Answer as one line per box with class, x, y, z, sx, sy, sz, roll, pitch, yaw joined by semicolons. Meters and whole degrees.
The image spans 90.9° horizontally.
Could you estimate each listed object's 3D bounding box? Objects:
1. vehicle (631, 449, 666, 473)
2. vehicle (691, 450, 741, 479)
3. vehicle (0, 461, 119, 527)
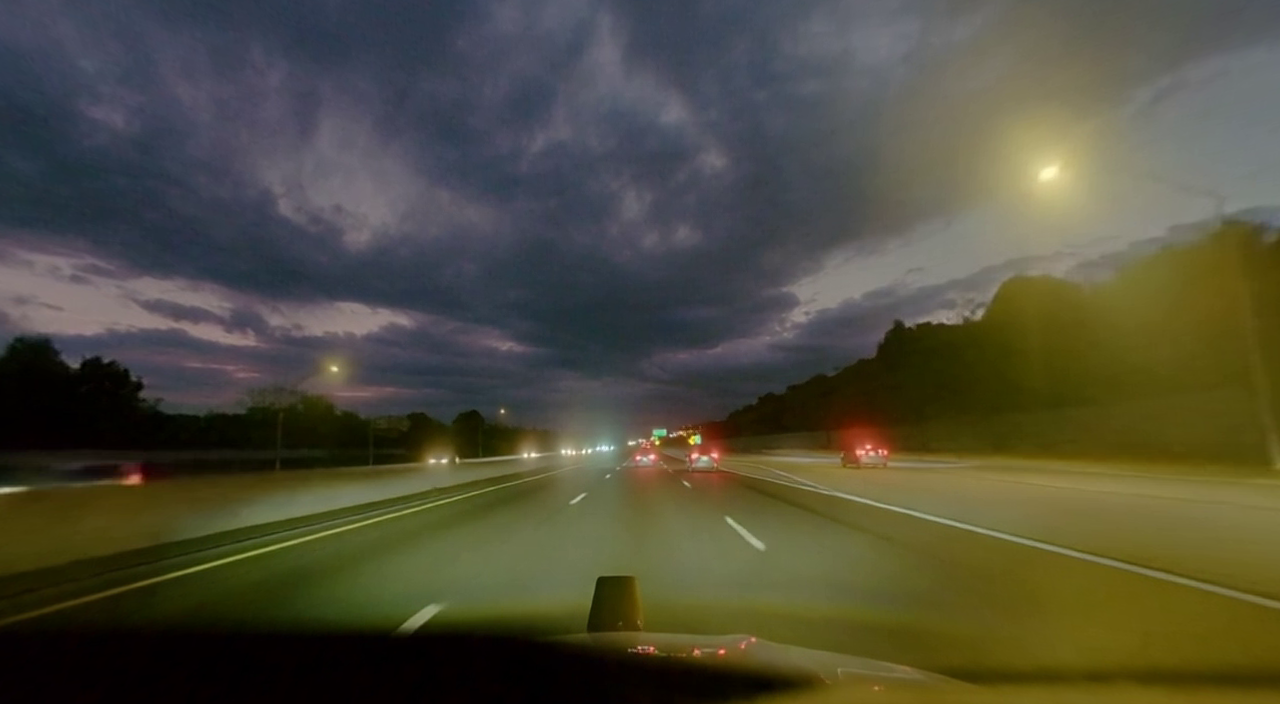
vehicle;0.490;6.803;39.377;2.065;1.400;4.028;0;-9;0
vehicle;3.632;5.434;30.672;1.883;1.320;3.386;0;-9;-2
vehicle;-16.109;3.563;15.932;1.919;1.473;4.498;-1;-9;1
